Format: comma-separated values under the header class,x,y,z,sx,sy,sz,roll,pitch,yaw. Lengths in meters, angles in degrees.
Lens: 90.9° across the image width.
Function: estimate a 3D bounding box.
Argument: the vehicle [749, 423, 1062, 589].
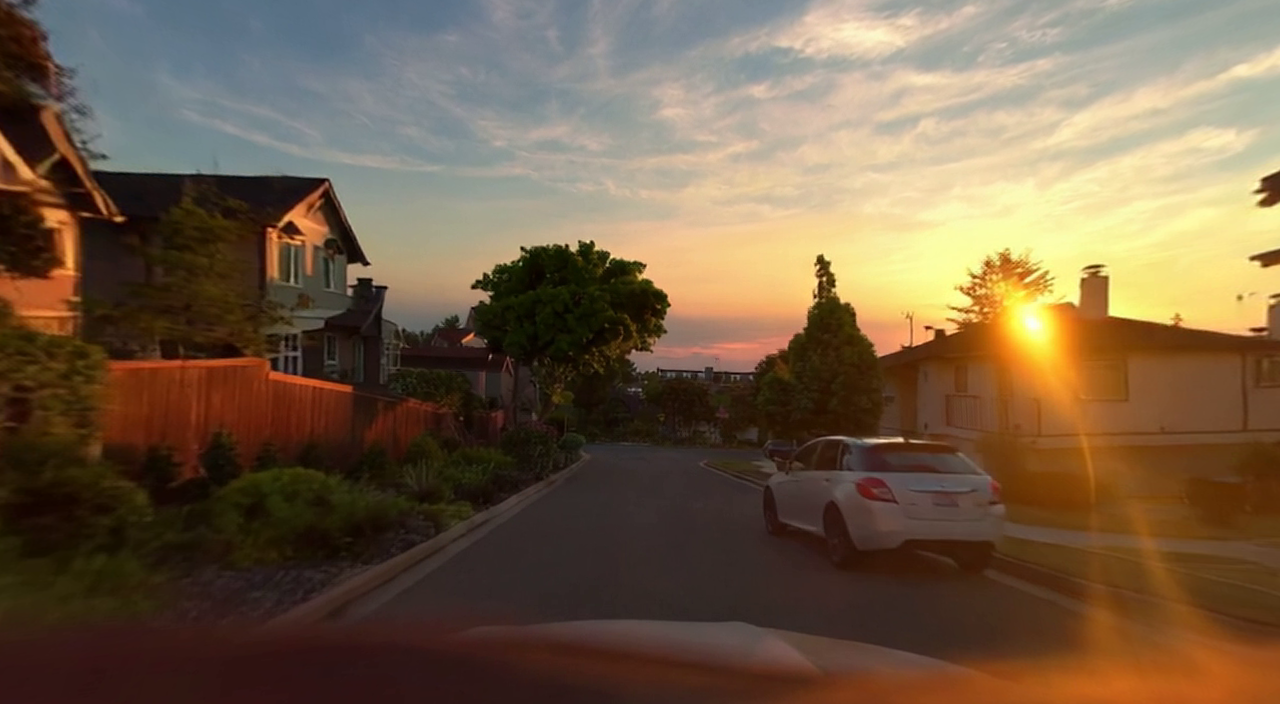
class,x,y,z,sx,sy,sz,roll,pitch,yaw
vehicle,2.810,1.674,7.869,1.955,1.498,4.046,0,-7,-3
